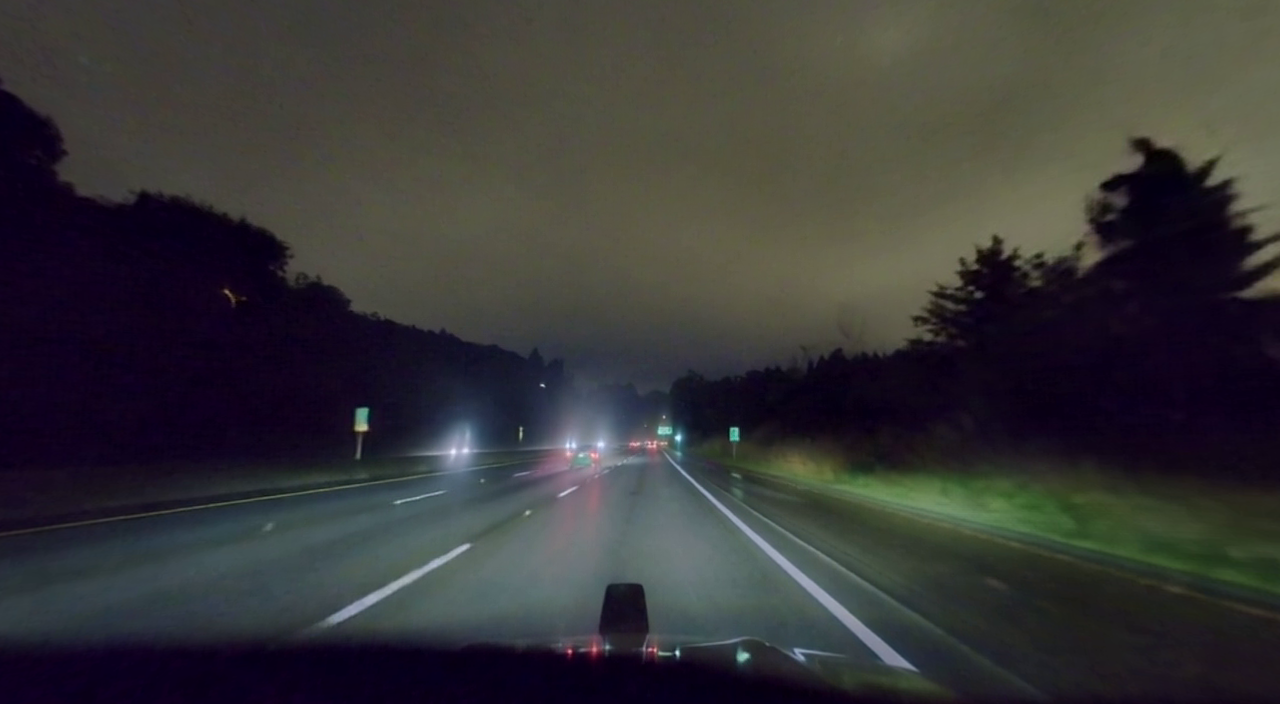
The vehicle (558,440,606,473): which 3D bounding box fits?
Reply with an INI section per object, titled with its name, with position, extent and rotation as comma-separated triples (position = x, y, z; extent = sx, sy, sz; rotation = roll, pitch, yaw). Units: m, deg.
[vehicle]
position = -2.923, 5.356, 32.534
extent = 2.015, 1.561, 4.469
rotation = 0, -8, 0
